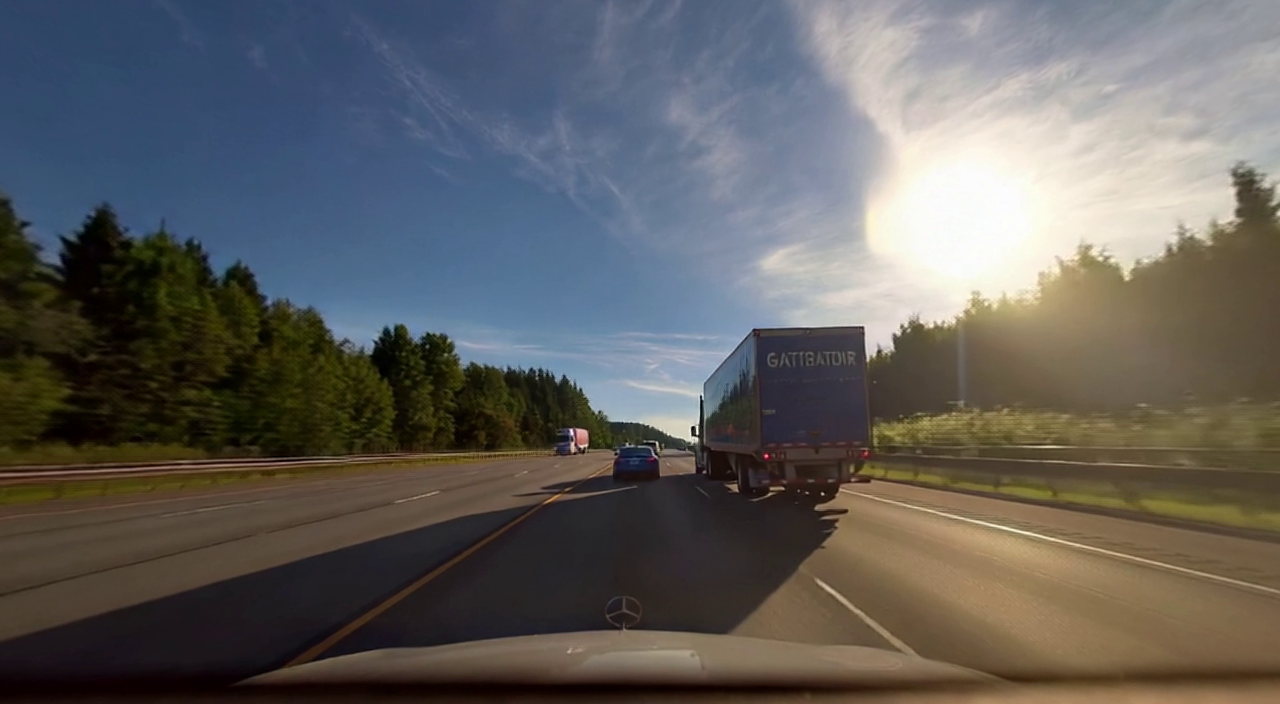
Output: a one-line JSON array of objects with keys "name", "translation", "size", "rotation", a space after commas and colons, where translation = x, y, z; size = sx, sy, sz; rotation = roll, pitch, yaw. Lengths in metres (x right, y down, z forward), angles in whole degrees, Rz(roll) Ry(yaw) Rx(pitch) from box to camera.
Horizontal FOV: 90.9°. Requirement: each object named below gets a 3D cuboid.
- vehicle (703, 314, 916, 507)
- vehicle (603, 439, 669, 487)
[{"name": "vehicle", "translation": [4.250, 2.304, 20.456], "size": [2.909, 4.074, 14.457], "rotation": [0, -9, 0]}, {"name": "vehicle", "translation": [-0.135, 3.806, 21.863], "size": [2.074, 1.475, 3.960], "rotation": [0, -9, 0]}]
